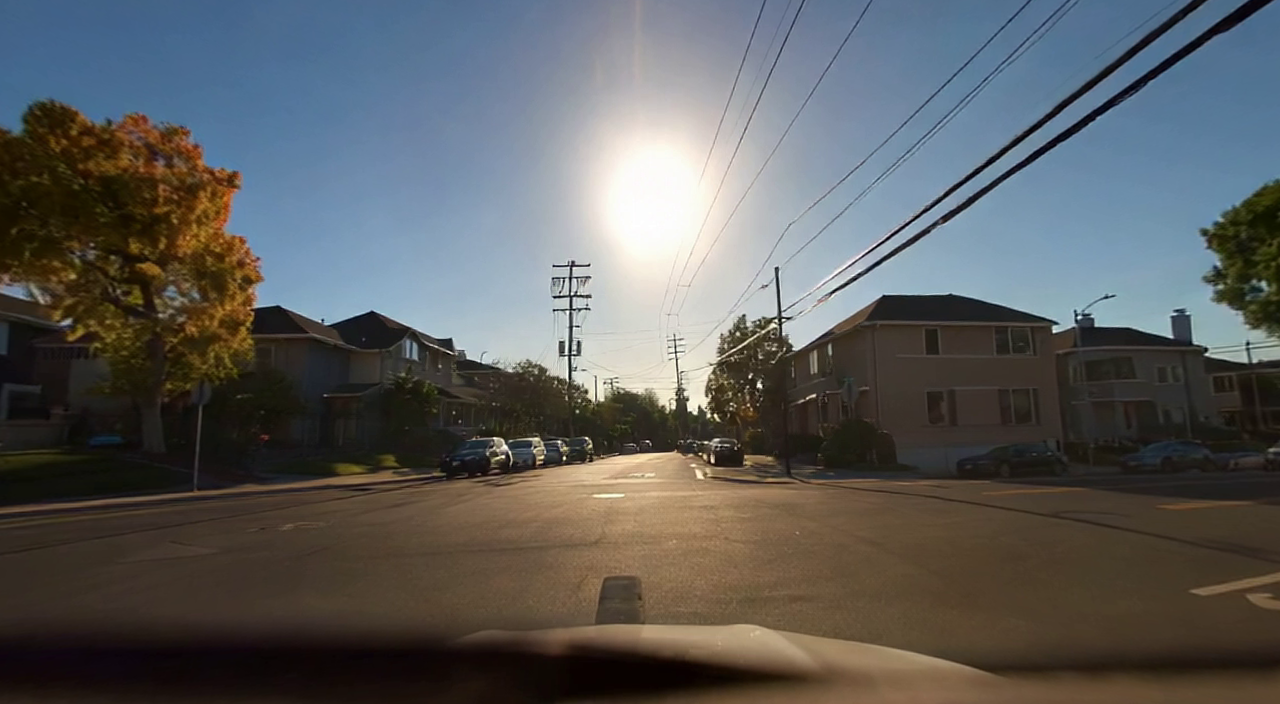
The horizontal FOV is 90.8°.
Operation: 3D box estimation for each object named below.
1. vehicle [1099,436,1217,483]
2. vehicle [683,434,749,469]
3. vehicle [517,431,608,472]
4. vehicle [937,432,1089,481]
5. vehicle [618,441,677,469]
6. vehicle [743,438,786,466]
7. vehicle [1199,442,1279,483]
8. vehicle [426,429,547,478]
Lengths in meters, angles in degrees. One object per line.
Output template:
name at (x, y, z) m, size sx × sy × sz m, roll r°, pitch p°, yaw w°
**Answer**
vehicle at (22.182, 4.558, 27.047) m, size 4.414 × 1.837 × 1.937 m, roll 3°, pitch -9°, yaw -23°
vehicle at (3.858, 4.935, 31.501) m, size 1.981 × 1.579 × 4.446 m, roll -4°, pitch -9°, yaw 24°
vehicle at (-3.936, 5.212, 33.316) m, size 2.283 × 1.909 × 5.692 m, roll -4°, pitch -9°, yaw 21°
vehicle at (13.927, 3.973, 23.615) m, size 5.197 × 1.431 × 2.136 m, roll 7°, pitch -13°, yaw -22°
vehicle at (0.614, 7.273, 44.791) m, size 2.287 × 1.830 × 5.343 m, roll -4°, pitch -9°, yaw 23°
vehicle at (8.250, 6.568, 41.661) m, size 1.989 × 1.683 × 3.918 m, roll -4°, pitch -9°, yaw 22°
vehicle at (29.819, 5.262, 30.406) m, size 5.499 × 1.837 × 2.089 m, roll 4°, pitch -9°, yaw -24°
vehicle at (-6.457, 4.394, 27.514) m, size 2.152 × 1.877 × 5.701 m, roll -4°, pitch -9°, yaw 21°
